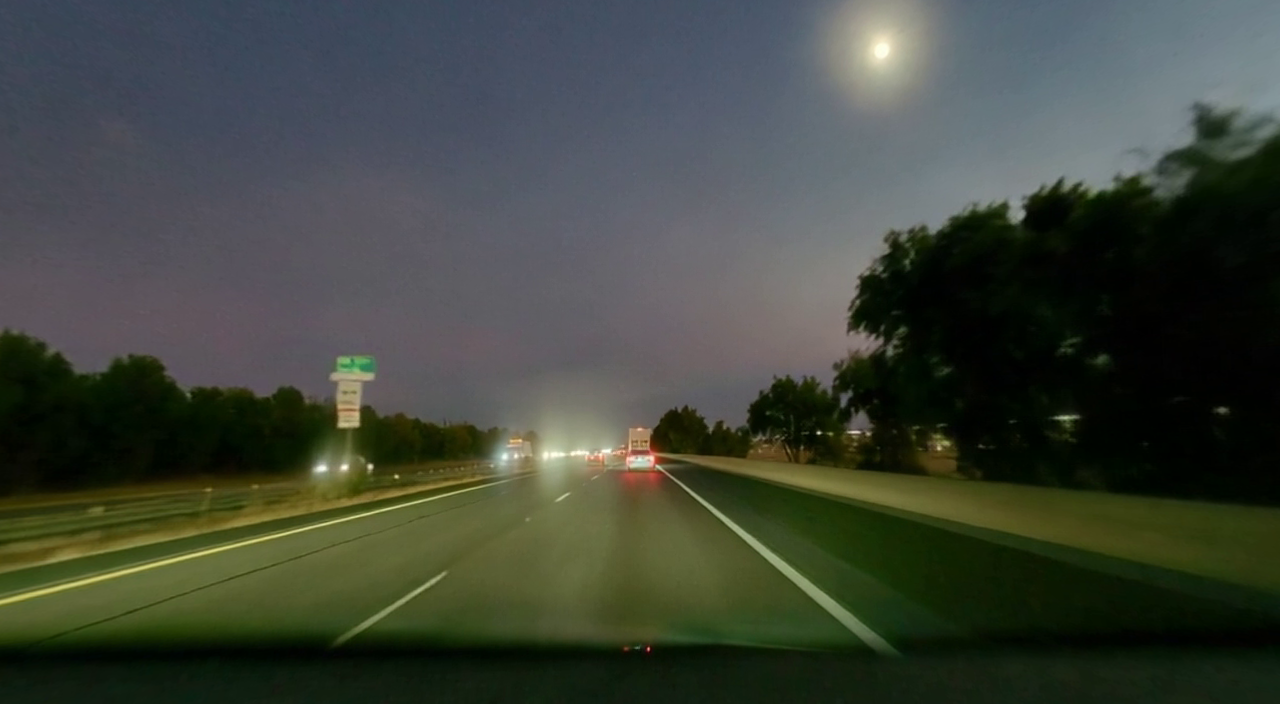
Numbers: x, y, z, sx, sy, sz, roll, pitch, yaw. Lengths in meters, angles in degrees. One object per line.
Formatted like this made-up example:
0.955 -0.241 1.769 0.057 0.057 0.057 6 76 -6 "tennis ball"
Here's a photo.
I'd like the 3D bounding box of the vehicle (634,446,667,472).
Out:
0.637 7.019 41.455 1.992 1.593 3.937 0 -9 -1 "vehicle"
